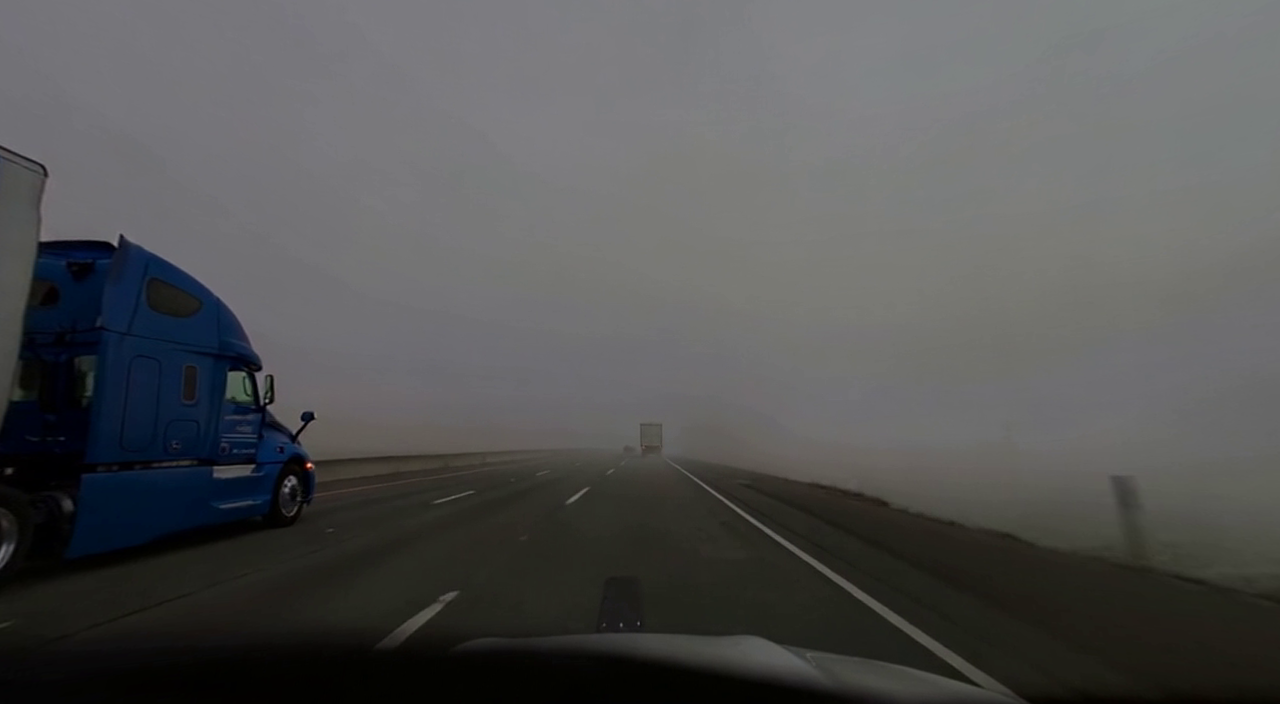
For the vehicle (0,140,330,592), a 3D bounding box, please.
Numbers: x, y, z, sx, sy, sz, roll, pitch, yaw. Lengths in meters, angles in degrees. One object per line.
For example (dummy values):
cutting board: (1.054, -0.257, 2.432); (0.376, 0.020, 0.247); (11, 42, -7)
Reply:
vehicle: (-7.105, 0.265, 6.537); (2.996, 3.947, 8.600); (0, -9, 2)
